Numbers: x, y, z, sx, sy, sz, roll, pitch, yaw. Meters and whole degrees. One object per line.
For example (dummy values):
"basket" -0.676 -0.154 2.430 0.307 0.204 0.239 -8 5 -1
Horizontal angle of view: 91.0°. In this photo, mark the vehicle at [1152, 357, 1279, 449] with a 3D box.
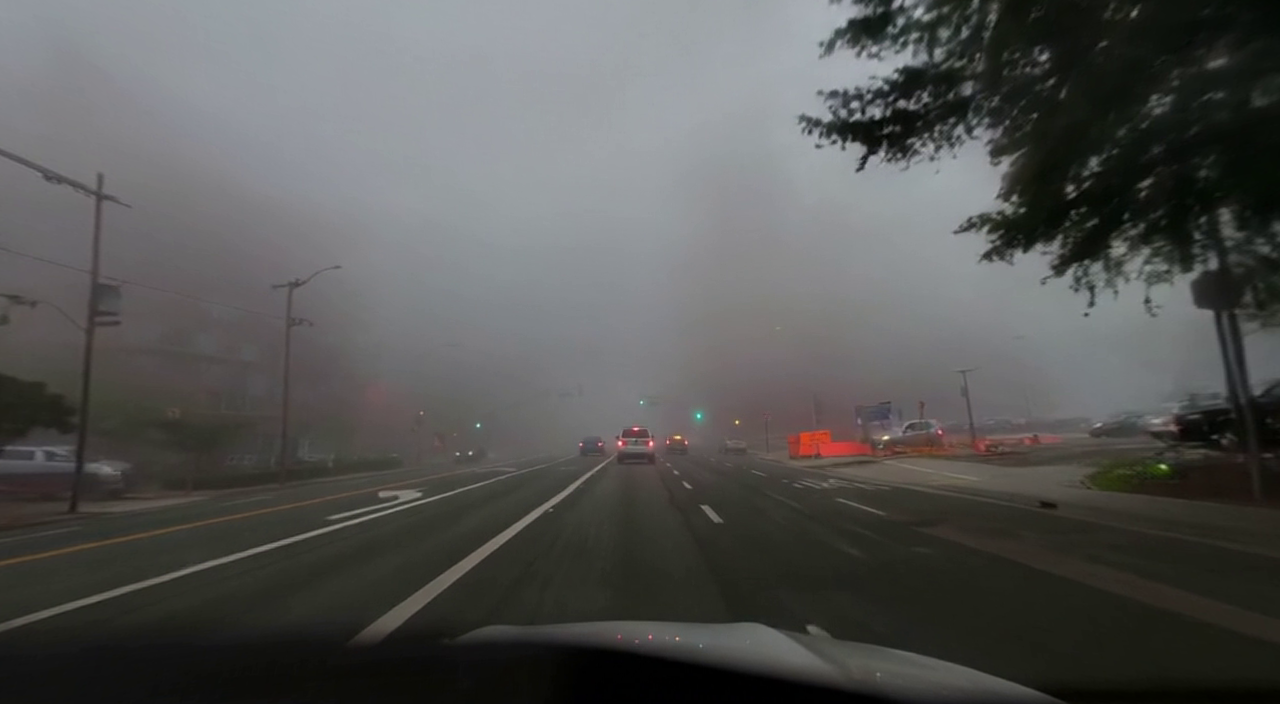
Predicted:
"vehicle" 16.021 1.252 15.070 5.631 2.106 2.298 -7 -11 37

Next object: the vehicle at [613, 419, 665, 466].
"vehicle" -0.113 4.532 31.508 2.350 2.122 5.801 0 -8 -1

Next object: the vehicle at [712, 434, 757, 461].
"vehicle" 5.517 5.645 37.385 2.145 1.503 4.267 0 -8 2

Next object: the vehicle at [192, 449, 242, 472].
"vehicle" -33.224 8.475 49.348 4.692 1.720 1.941 -7 -11 40

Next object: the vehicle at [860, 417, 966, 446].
"vehicle" 15.032 4.433 34.717 4.986 1.467 2.025 -6 -10 34
